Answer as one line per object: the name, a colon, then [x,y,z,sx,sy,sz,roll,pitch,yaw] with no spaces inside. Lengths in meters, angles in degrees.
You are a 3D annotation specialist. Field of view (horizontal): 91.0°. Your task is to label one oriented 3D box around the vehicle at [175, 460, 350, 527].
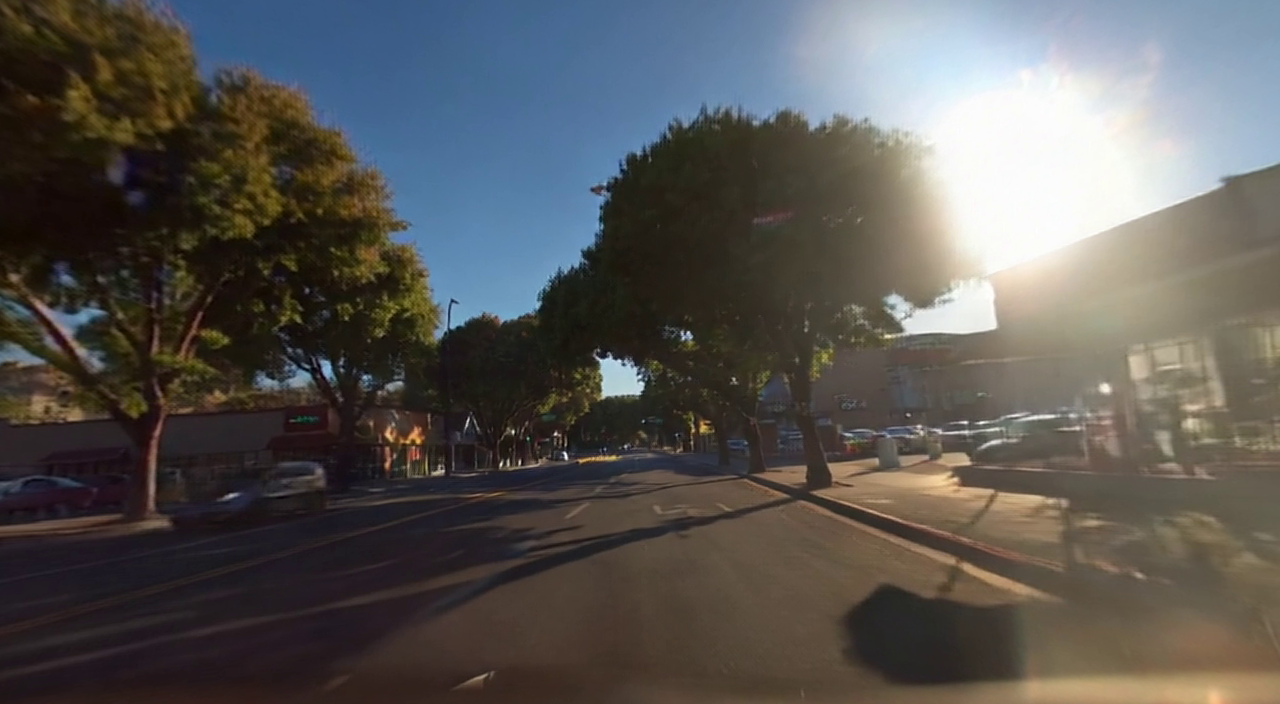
vehicle: [-10.255,3.843,17.601,1.889,1.499,4.541,-1,-9,3]
